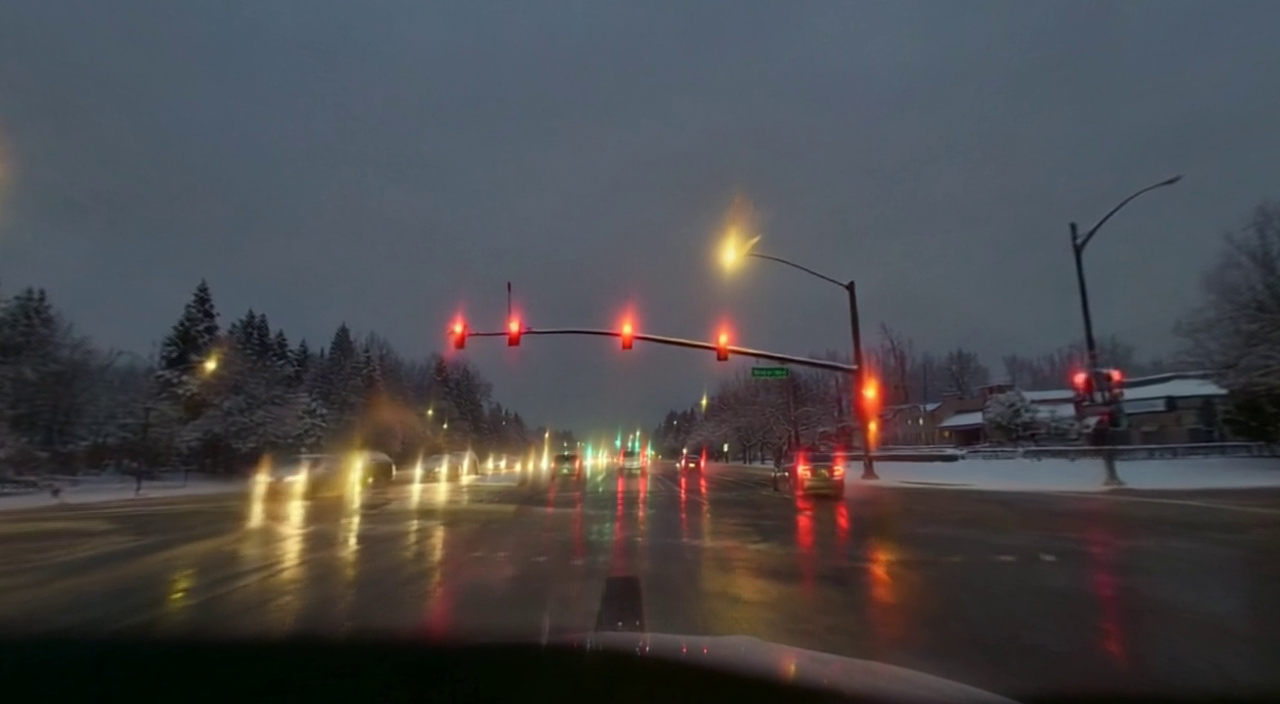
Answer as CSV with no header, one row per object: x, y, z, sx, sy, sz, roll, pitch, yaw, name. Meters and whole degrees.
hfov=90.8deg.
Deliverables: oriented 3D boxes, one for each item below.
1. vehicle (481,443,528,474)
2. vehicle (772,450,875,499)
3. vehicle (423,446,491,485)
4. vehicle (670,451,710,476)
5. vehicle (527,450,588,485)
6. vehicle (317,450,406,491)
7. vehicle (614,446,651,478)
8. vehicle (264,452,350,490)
-9.190,7.246,43.265,2.185,1.752,4.599,-4,-8,0,vehicle
6.172,4.152,21.895,2.028,1.451,4.625,0,-8,-2,vehicle
-8.972,5.558,31.331,1.929,1.492,4.430,-5,-7,1,vehicle
3.033,6.828,39.021,2.014,1.430,4.103,0,-8,-2,vehicle
-3.701,5.263,29.125,2.163,1.474,4.413,0,-8,1,vehicle
-12.167,5.182,27.940,1.975,1.450,4.561,-5,-8,-1,vehicle
-0.375,6.282,36.306,2.008,1.716,4.125,0,-8,1,vehicle
-16.395,5.857,31.364,1.923,1.663,4.400,0,-8,-1,vehicle
